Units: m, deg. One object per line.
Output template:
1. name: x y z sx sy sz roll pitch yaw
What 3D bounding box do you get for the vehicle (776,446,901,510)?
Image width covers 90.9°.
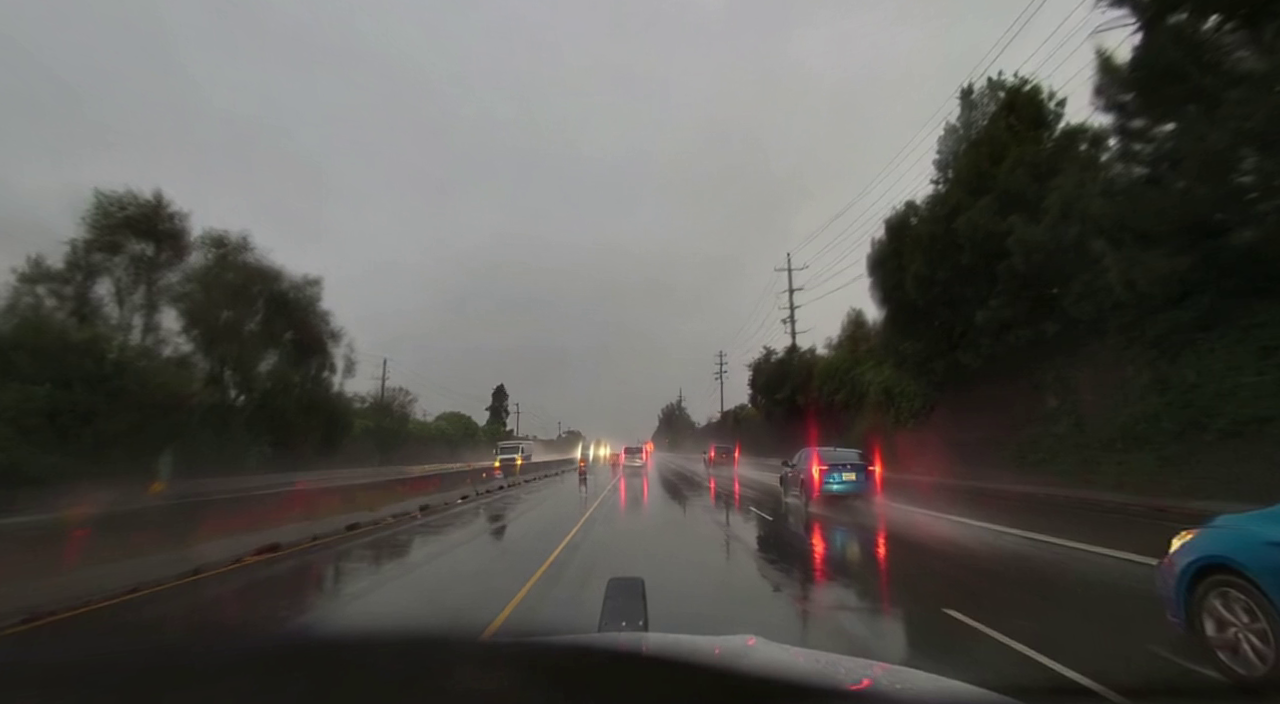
1. vehicle: 4.884 3.126 16.143 1.881 1.409 4.016 0 -8 0

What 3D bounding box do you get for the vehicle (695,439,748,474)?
1. vehicle: 4.911 6.385 38.882 2.559 1.943 5.610 0 -8 0

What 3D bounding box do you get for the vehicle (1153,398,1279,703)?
1. vehicle: 4.304 0.799 1.718 1.997 1.568 4.529 0 -8 0

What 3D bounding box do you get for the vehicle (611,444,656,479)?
1. vehicle: -0.280 5.374 31.295 2.096 1.583 4.150 0 -8 0

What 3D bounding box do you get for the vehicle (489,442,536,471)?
1. vehicle: -8.476 6.975 42.366 2.066 1.811 4.683 0 -8 2
